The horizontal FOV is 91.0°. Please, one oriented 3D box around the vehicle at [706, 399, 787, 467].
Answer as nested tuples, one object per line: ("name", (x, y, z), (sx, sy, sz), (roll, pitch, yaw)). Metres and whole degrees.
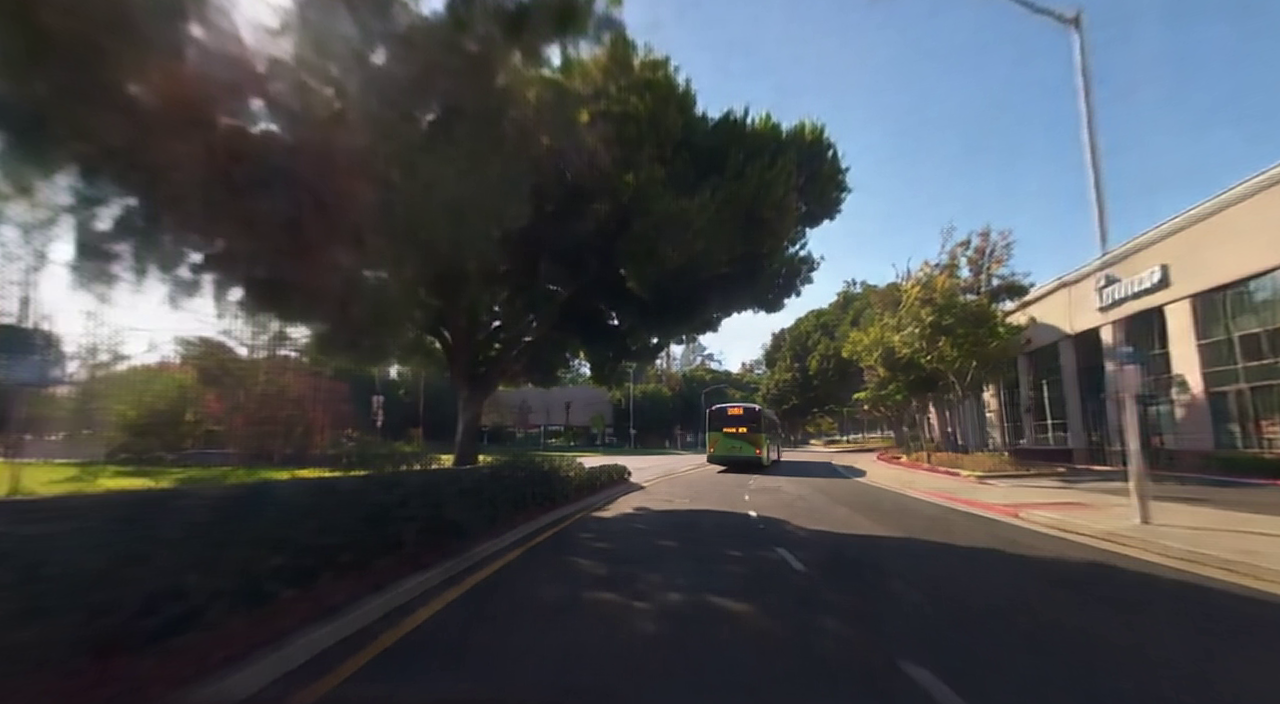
("vehicle", (6.622, 4.948, 37.436), (3.031, 3.429, 11.005), (-3, -9, 18))
